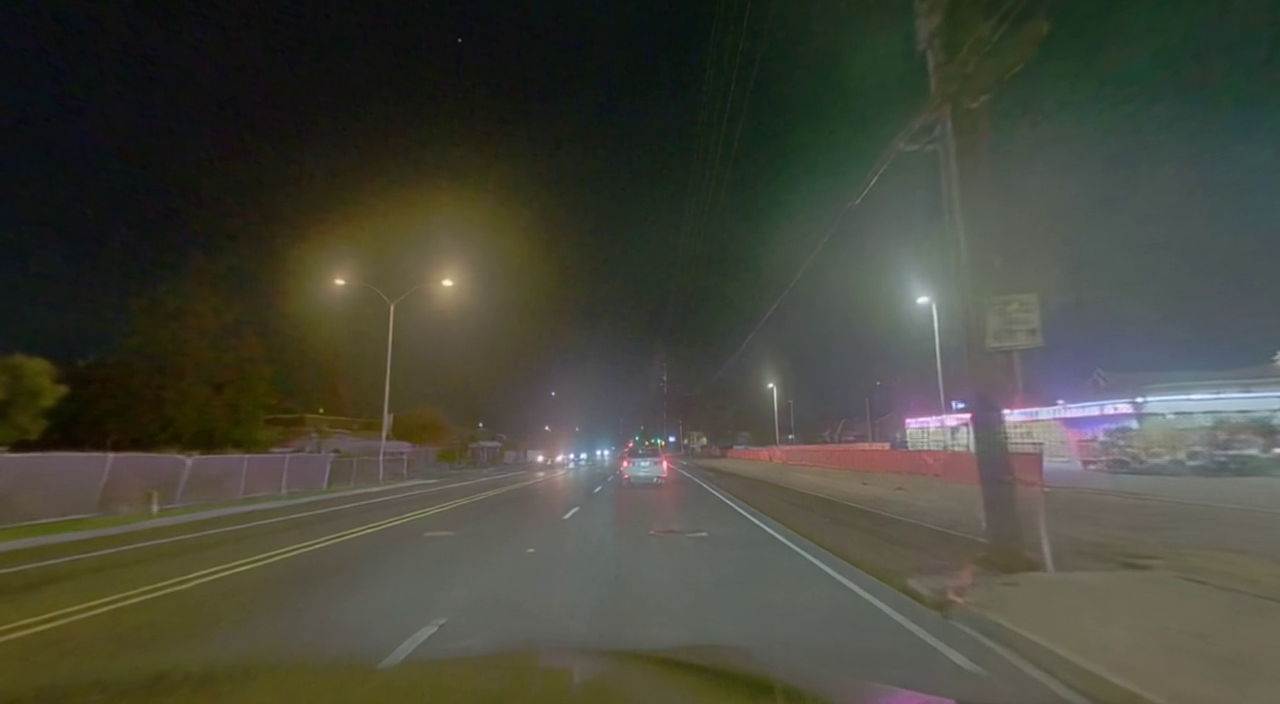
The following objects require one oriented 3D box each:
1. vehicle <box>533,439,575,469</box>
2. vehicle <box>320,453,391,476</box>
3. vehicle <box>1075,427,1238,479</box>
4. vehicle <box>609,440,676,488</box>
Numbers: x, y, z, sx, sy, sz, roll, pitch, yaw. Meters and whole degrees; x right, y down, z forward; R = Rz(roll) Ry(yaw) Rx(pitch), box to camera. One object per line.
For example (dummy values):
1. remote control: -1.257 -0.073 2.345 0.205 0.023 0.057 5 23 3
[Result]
1. vehicle: -6.513 7.846 48.447 2.340 2.103 5.526 0 -9 1
2. vehicle: -20.275 8.002 44.761 4.332 1.560 1.841 -2 -9 15
3. vehicle: 18.833 3.722 23.264 2.039 1.705 4.666 0 -9 0
4. vehicle: 0.083 3.893 22.138 2.144 1.514 4.063 0 -9 0
